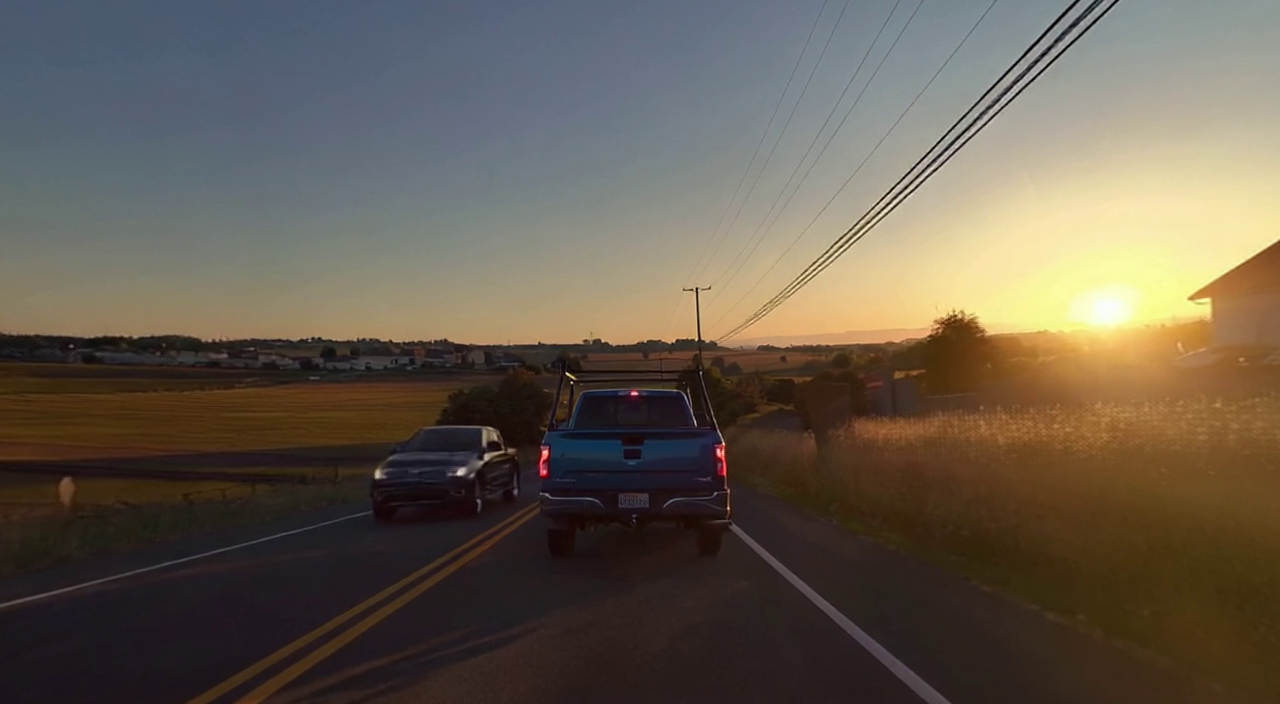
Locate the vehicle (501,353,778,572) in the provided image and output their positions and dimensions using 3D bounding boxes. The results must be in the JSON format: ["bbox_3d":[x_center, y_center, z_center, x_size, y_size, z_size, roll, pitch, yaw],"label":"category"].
[{"bbox_3d":[-0.084,1.694,10.409,2.912,2.320,7.292,0,-8,-1],"label":"vehicle"}]

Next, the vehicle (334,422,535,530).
[{"bbox_3d":[-3.836,2.455,13.236,2.343,1.727,5.684,0,-8,0],"label":"vehicle"}]
